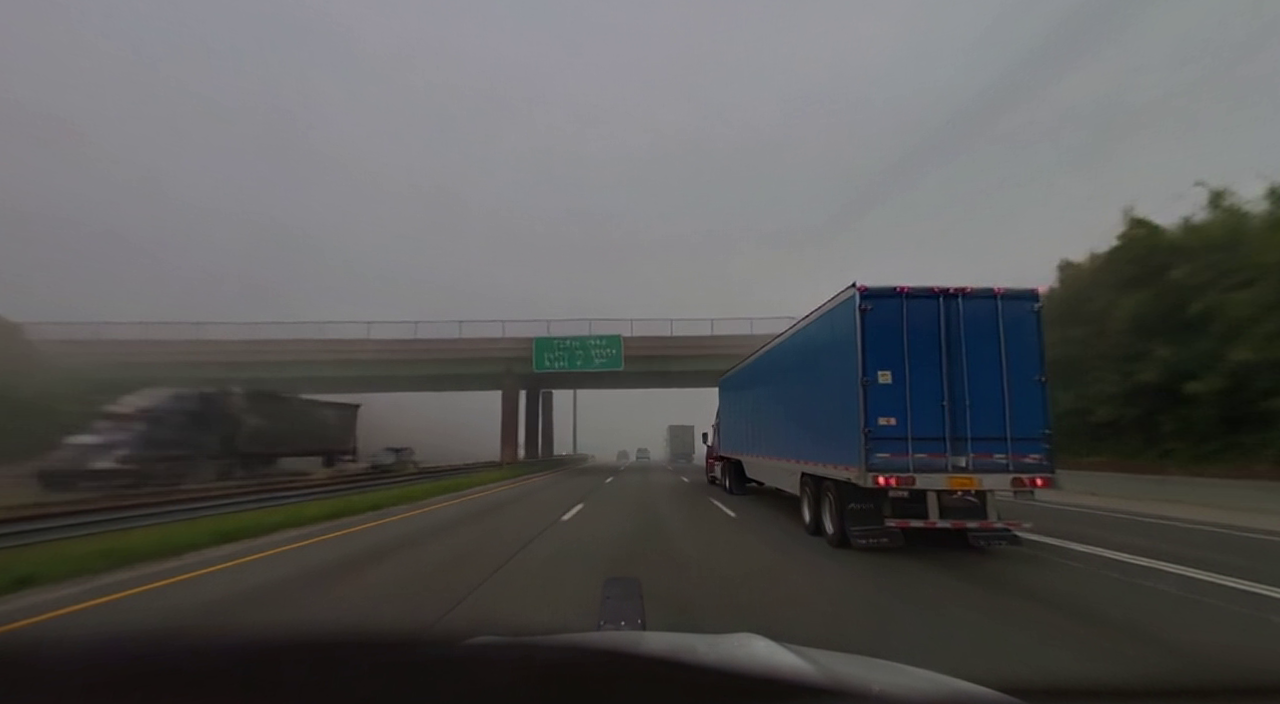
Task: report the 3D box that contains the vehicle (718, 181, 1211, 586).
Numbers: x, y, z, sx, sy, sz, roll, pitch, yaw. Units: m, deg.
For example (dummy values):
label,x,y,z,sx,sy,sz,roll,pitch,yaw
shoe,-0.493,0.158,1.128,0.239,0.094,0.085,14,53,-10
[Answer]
label,x,y,z,sx,sy,sz,roll,pitch,yaw
vehicle,3.984,1.306,13.307,2.825,4.054,14.210,0,-9,0

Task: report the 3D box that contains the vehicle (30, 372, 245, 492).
label,x,y,z,sx,sy,sz,roll,pitch,yaw
vehicle,-18.484,3.095,23.866,2.957,3.937,5.954,0,-9,0

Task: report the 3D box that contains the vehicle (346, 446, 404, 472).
label,x,y,z,sx,sy,sz,roll,pitch,yaw
vehicle,-15.079,6.105,36.076,1.720,1.443,3.580,0,-9,0
